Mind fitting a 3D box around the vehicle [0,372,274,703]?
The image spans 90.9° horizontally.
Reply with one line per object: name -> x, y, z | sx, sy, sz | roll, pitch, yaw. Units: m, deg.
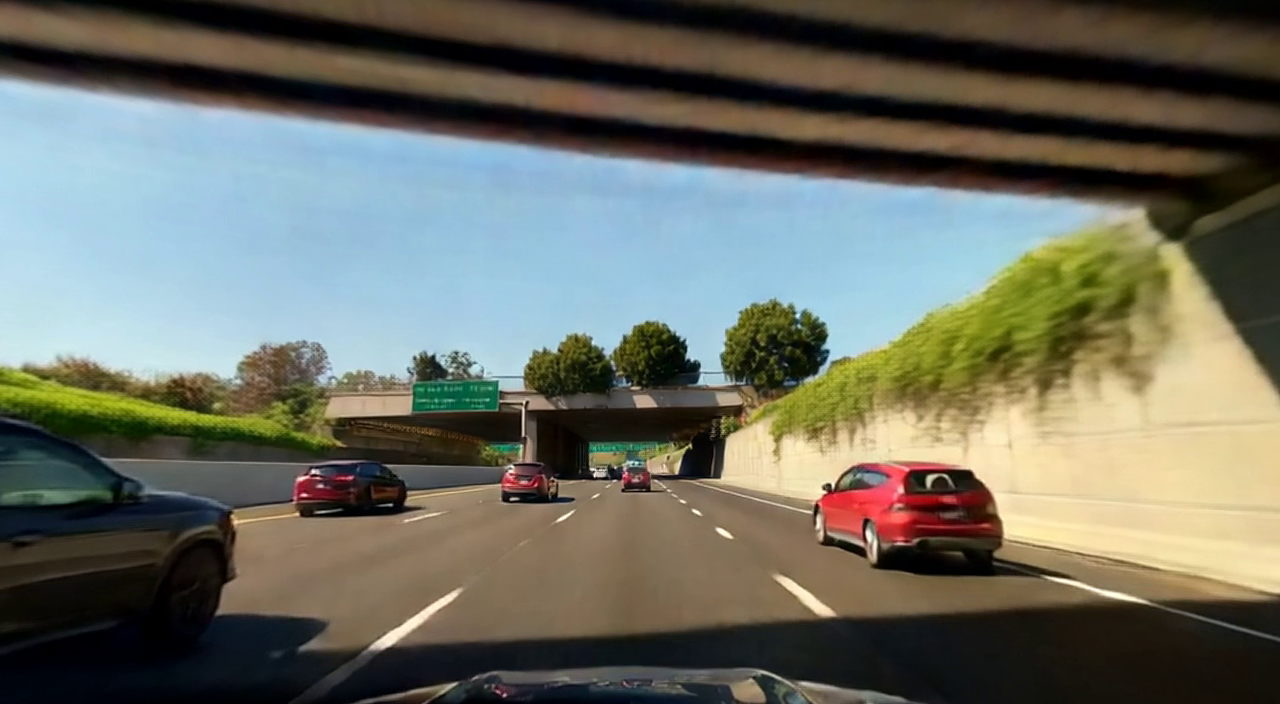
vehicle -> -3.955, 0.908, 2.700 | 2.069, 1.699, 4.452 | 1, -11, -1

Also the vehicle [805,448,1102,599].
vehicle -> 3.869, 2.203, 8.773 | 1.992, 1.557, 4.017 | 1, -11, -1

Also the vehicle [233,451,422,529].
vehicle -> -7.238, 3.263, 15.326 | 2.142, 1.545, 4.708 | 1, -11, 0

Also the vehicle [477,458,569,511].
vehicle -> -3.753, 4.388, 21.180 | 2.102, 1.521, 4.687 | 1, -11, 1

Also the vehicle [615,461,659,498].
vehicle -> -0.145, 6.106, 30.251 | 1.992, 1.601, 3.762 | 1, -11, 0
